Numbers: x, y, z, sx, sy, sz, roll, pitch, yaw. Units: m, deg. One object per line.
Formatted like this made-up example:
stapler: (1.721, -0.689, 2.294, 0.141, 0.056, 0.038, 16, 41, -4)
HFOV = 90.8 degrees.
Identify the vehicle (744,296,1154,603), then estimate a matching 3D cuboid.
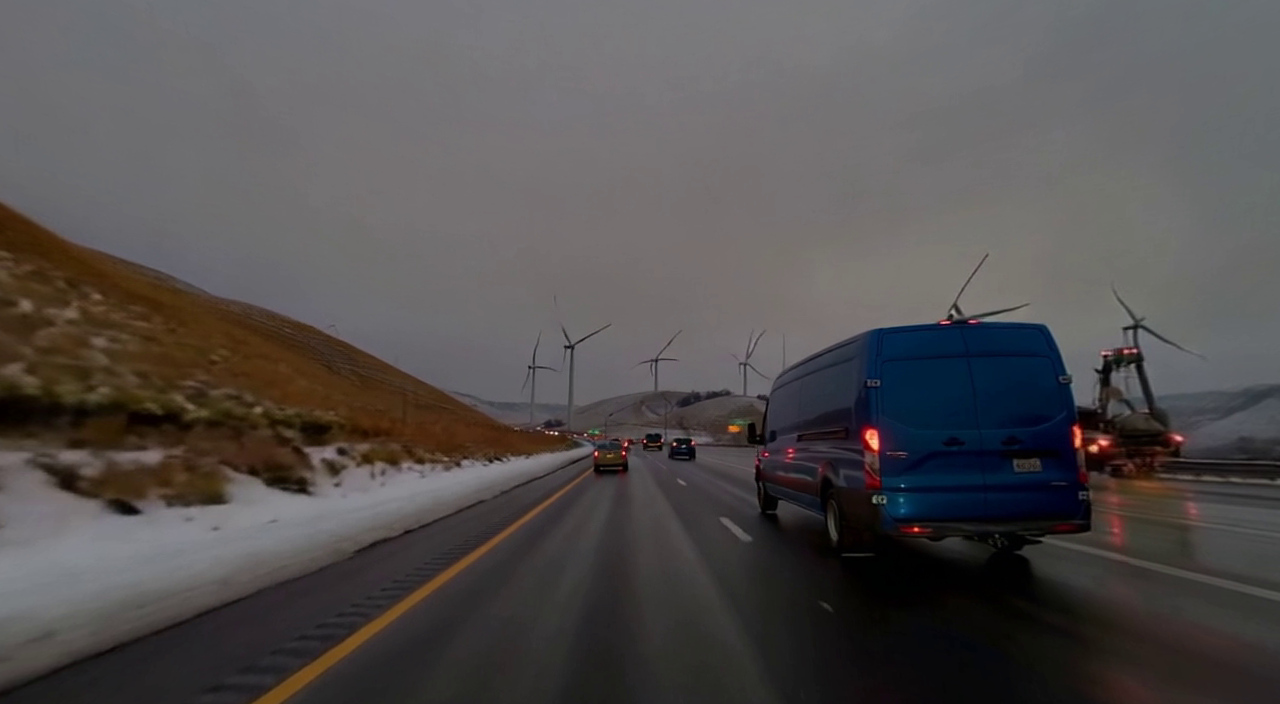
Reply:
vehicle: (3.098, 1.216, 8.340, 2.365, 2.630, 5.754, 0, -8, -1)

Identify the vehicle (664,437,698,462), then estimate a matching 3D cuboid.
vehicle: (2.931, 7.007, 45.623, 2.108, 1.717, 3.996, 0, -8, -1)

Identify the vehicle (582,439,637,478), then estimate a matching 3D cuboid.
vehicle: (-1.160, 4.332, 25.925, 2.082, 1.445, 3.826, 0, -8, -1)

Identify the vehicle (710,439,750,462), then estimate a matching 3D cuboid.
vehicle: (6.343, 6.977, 44.962, 1.958, 1.514, 4.930, 0, -8, -1)
